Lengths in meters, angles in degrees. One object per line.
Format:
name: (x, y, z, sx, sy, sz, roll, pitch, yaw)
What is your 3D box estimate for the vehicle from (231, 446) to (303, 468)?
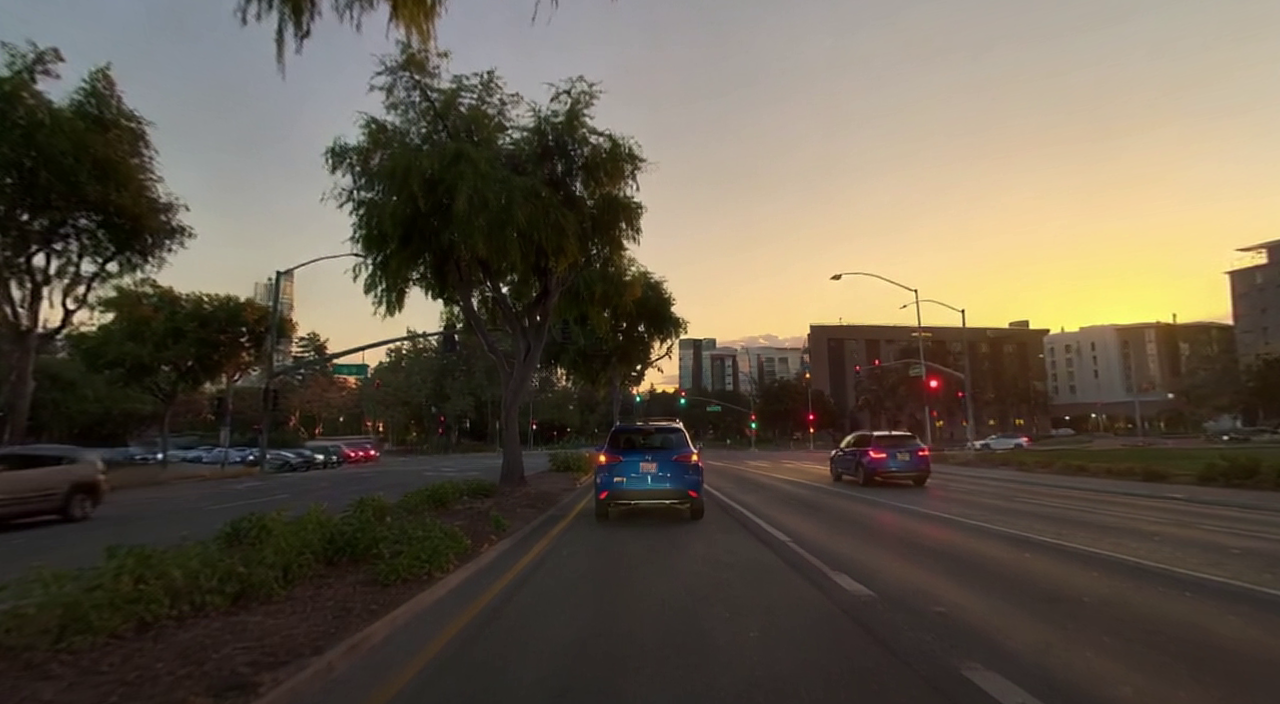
vehicle: (-27.634, 7.755, 46.922, 4.100, 1.567, 1.868, 0, -9, 1)

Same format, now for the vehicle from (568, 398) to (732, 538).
vehicle: (0.213, 1.957, 11.205, 2.267, 1.926, 4.708, 0, -9, 2)

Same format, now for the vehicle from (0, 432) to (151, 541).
vehicle: (-10.843, 2.163, 10.380, 2.209, 1.627, 4.582, 1, -9, -5)

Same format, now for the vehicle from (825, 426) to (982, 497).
vehicle: (7.056, 2.991, 17.612, 2.447, 1.707, 4.396, 0, -9, 0)

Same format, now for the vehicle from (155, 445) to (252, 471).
vehicle: (-30.245, 7.329, 43.936, 5.244, 1.715, 1.950, 0, -9, 1)
